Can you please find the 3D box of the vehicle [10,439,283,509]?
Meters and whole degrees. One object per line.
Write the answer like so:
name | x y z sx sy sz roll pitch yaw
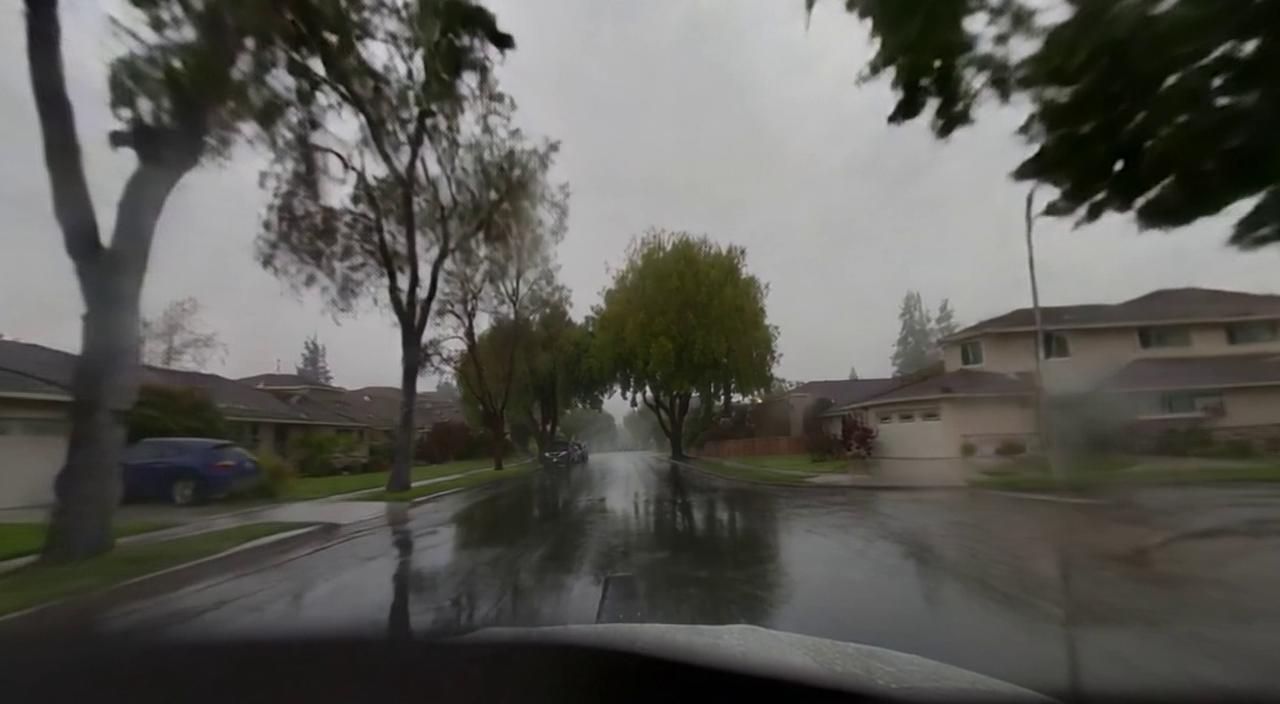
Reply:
vehicle | -14.268 3.537 18.699 5.863 1.773 2.451 0 -8 -4

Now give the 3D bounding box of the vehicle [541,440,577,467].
vehicle | -6.246 7.876 49.285 2.341 1.886 5.684 -1 -8 -2
